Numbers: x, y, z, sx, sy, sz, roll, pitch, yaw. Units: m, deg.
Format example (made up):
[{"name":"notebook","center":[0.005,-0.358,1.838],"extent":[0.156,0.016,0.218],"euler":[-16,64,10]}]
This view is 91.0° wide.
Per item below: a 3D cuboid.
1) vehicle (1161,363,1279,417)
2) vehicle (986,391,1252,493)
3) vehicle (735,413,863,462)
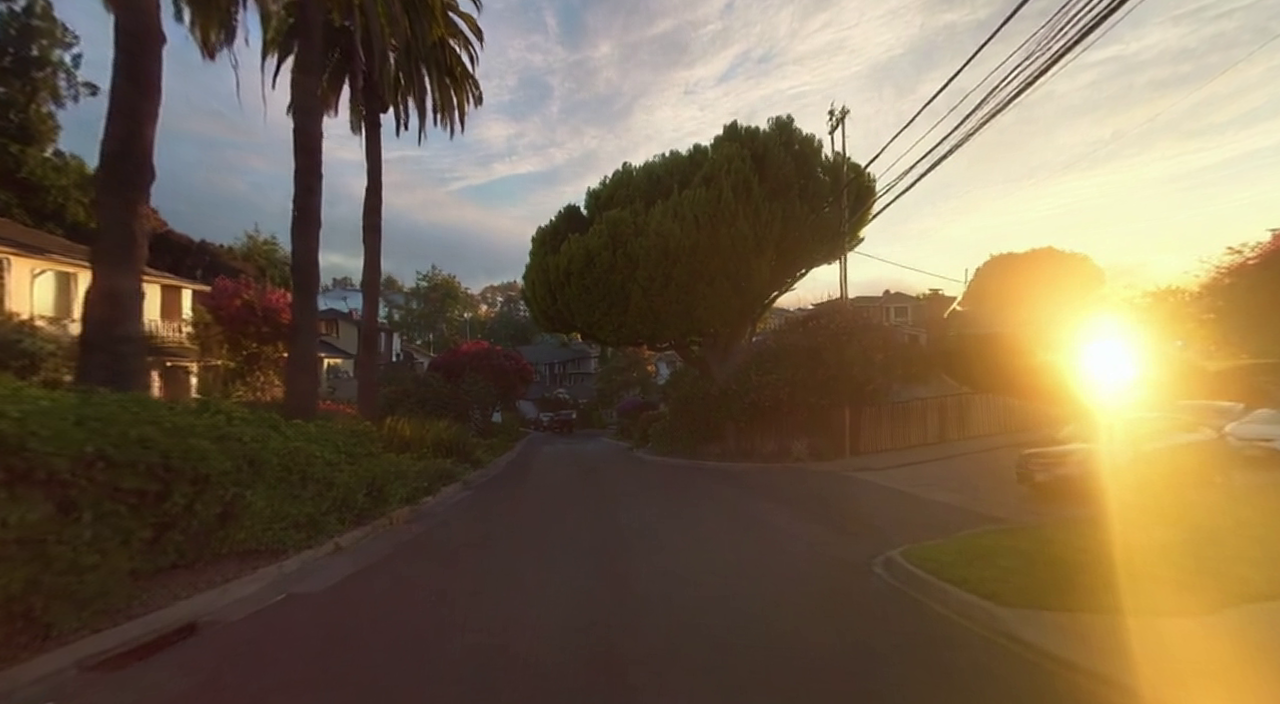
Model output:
[{"name":"vehicle","center":[24.371,1.641,25.925],"extent":[4.980,1.925,2.001],"euler":[3,-9,-19]},{"name":"vehicle","center":[10.387,2.017,13.814],"extent":[4.443,1.948,2.230],"euler":[2,-11,-16]},{"name":"vehicle","center":[7.359,3.998,29.020],"extent":[5.663,1.913,2.170],"euler":[6,-11,-26]}]
